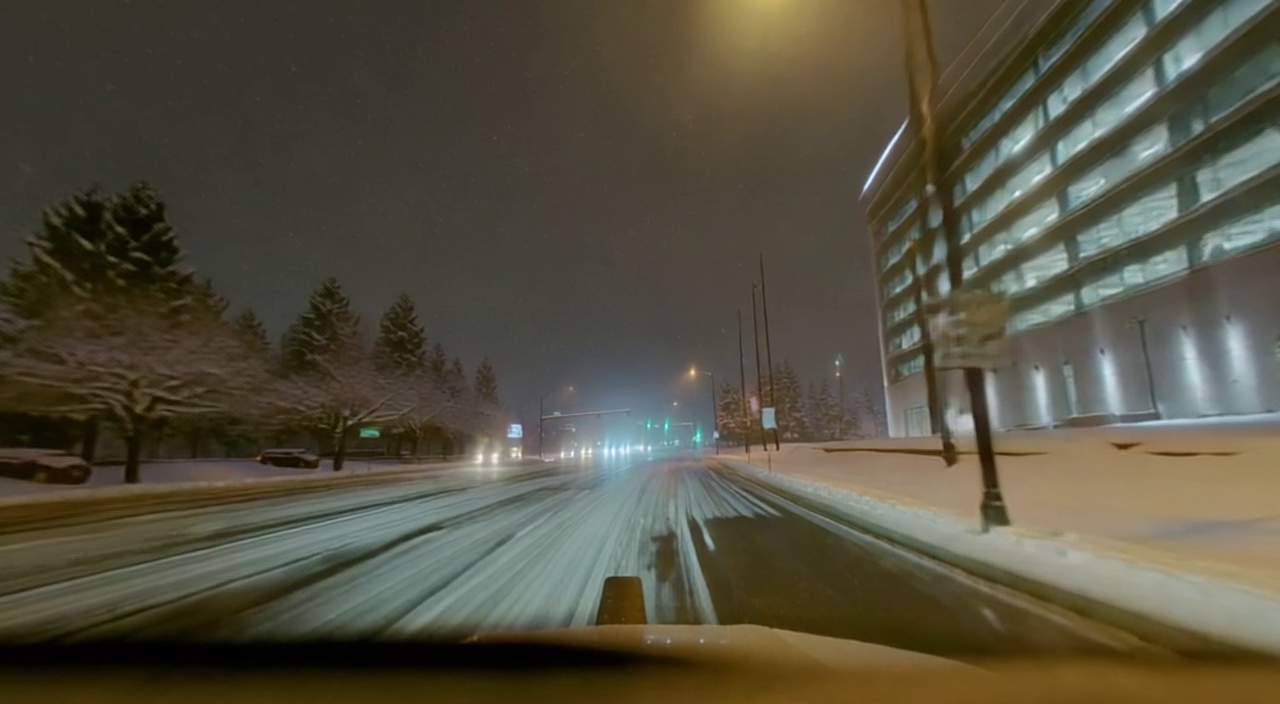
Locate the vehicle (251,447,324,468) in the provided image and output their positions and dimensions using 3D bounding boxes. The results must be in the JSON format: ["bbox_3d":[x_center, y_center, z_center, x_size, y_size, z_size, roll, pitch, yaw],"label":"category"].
[{"bbox_3d":[-28.019,8.382,49.970,4.692,1.576,1.864,0,-9,-1],"label":"vehicle"}]

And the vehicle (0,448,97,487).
[{"bbox_3d":[-27.786,5.164,28.305,4.816,1.655,1.928,0,-9,2],"label":"vehicle"}]
